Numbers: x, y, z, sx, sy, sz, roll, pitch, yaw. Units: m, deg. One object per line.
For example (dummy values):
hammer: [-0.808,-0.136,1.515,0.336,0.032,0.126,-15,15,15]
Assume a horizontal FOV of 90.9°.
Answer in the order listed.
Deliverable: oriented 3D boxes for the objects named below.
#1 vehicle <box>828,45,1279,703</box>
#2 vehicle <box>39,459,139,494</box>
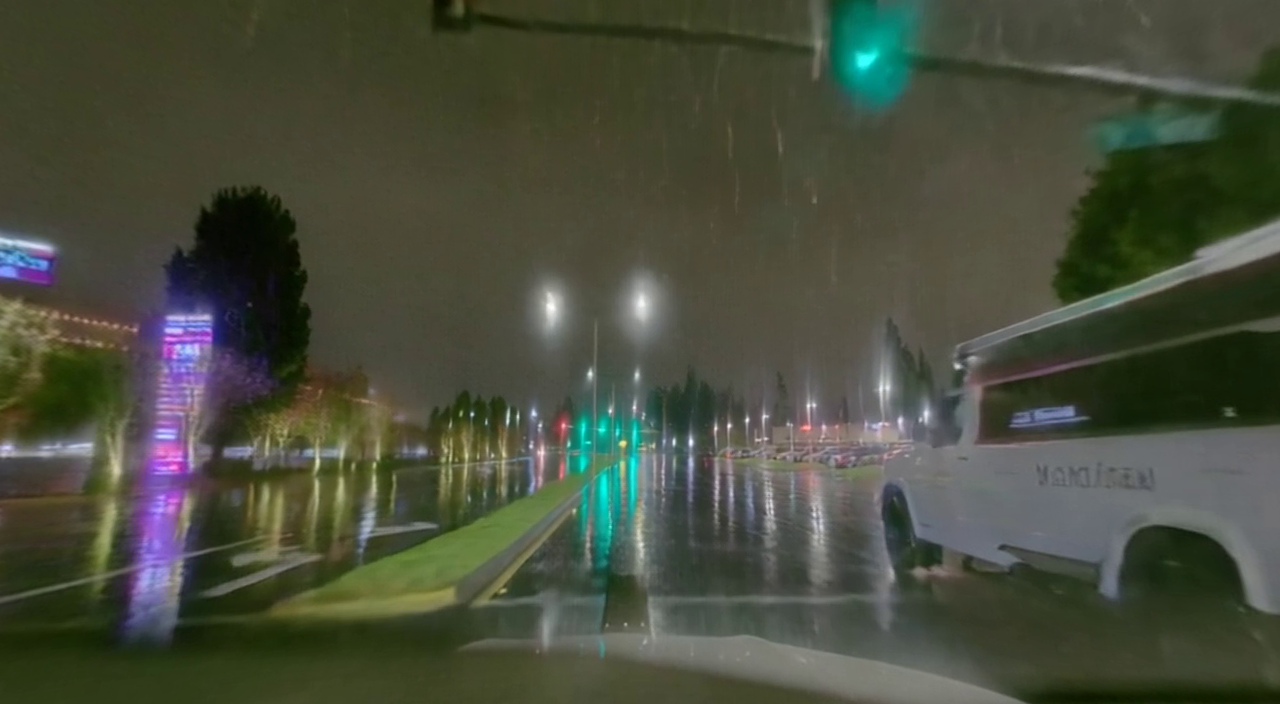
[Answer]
vehicle: [3.325,0.622,3.910,2.484,2.642,5.990,-1,-8,1]
vehicle: [-28.163,6.357,32.280,3.885,1.425,1.660,-4,-6,7]
